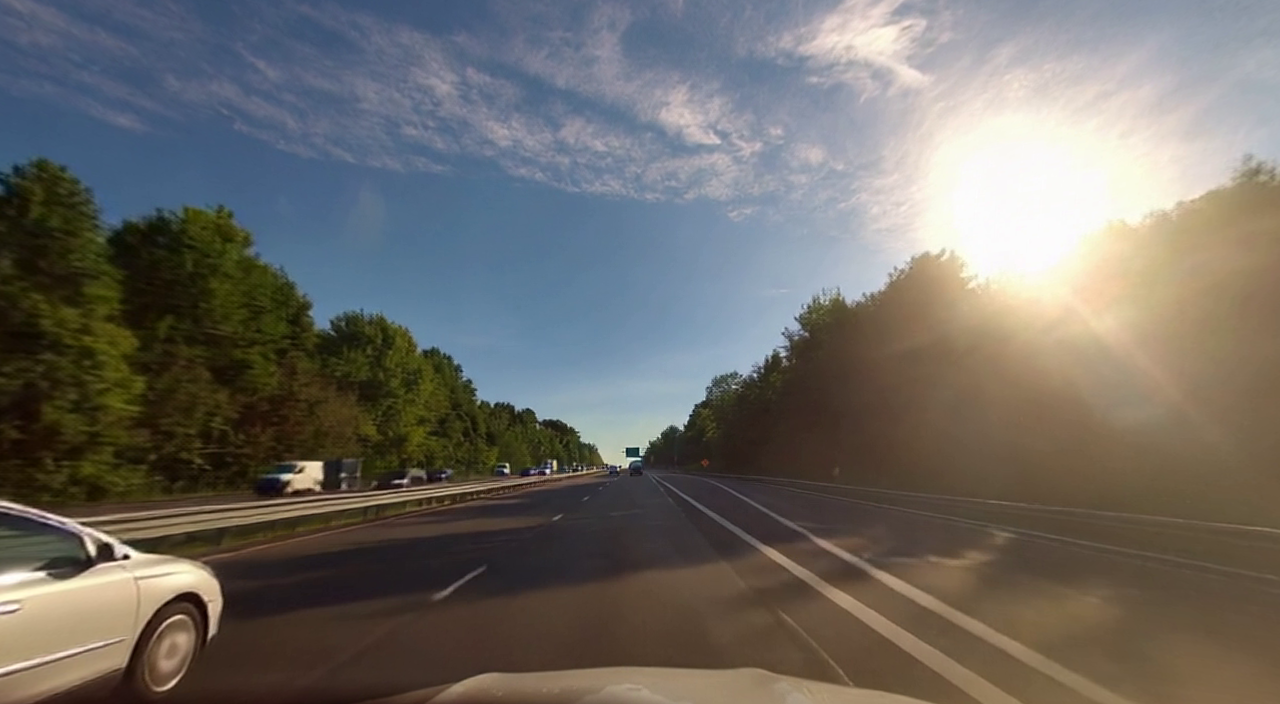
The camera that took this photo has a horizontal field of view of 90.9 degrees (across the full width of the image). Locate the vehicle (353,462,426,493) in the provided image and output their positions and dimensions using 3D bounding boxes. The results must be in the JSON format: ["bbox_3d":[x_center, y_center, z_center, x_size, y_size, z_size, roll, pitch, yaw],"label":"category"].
[{"bbox_3d":[-12.705,6.389,32.259,1.897,1.455,4.330,1,-10,0],"label":"vehicle"}]

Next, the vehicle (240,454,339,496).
[{"bbox_3d":[-17.086,6.025,31.043,2.110,1.857,4.727,1,-10,0],"label":"vehicle"}]
